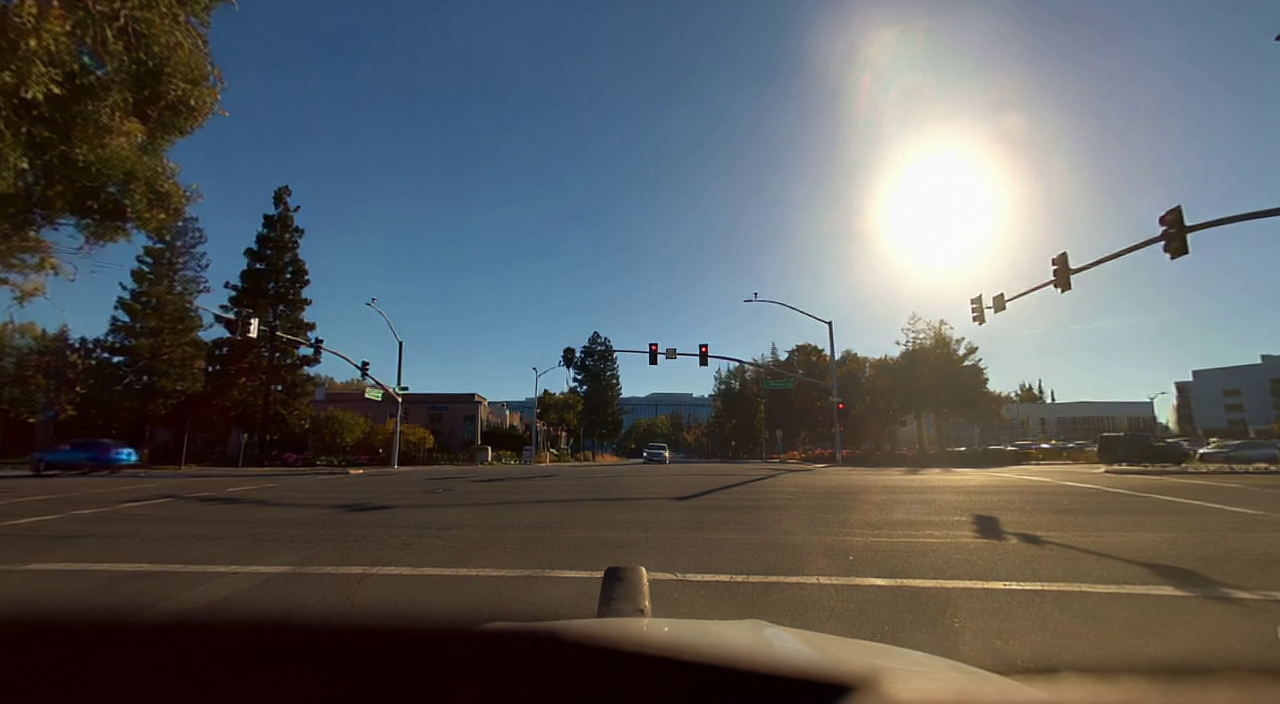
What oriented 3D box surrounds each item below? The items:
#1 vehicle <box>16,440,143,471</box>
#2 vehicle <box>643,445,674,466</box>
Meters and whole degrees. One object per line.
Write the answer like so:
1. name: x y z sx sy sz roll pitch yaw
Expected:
1. vehicle: -28.332 5.245 31.961 4.681 1.465 1.820 0 -9 0
2. vehicle: 1.279 7.628 46.470 2.132 1.449 4.235 0 -9 0
